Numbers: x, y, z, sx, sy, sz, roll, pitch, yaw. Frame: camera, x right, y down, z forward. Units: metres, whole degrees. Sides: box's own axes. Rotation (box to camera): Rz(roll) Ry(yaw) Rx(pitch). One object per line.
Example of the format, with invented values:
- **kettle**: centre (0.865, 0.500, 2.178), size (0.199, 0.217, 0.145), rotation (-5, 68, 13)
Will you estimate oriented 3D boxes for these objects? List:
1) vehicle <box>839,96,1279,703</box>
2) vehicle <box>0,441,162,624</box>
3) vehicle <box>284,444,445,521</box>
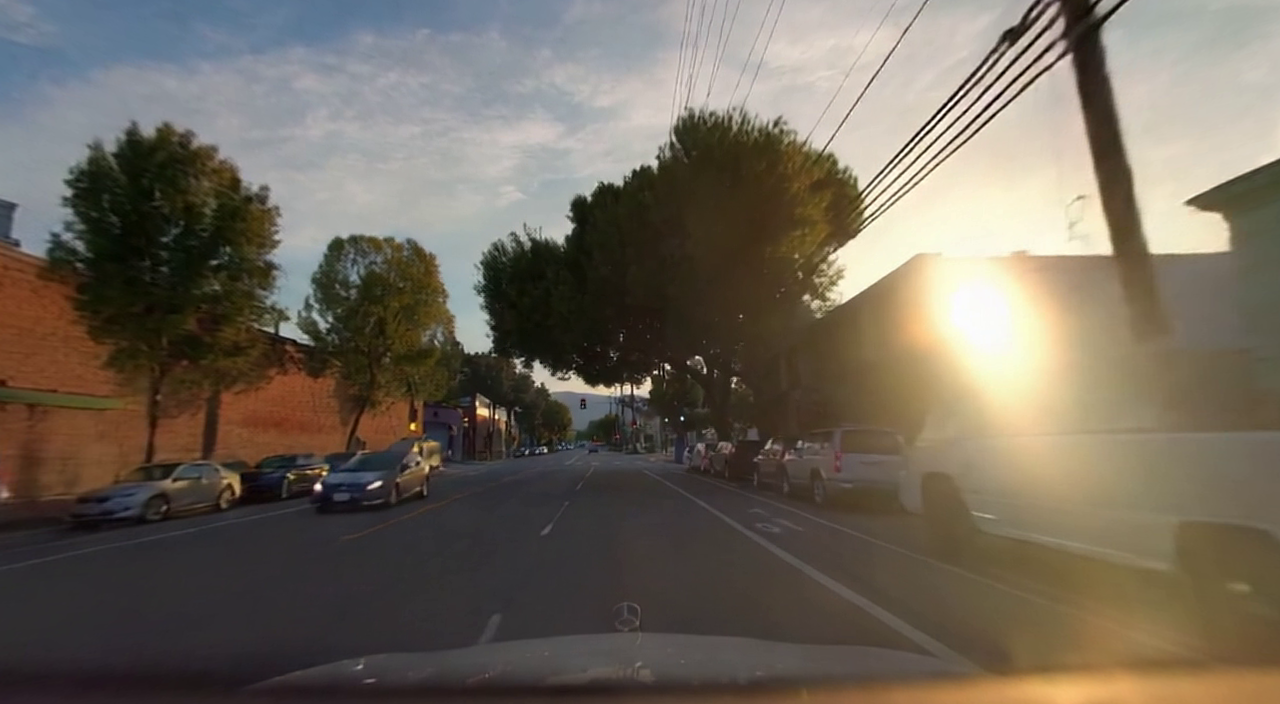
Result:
- **vehicle**: centre (4.658, 0.564, 5.548), size (2.815, 3.203, 7.558), rotation (0, -8, -4)
- **vehicle**: centre (-6.098, 1.392, 4.603), size (1.845, 1.469, 4.413), rotation (0, -8, -2)
- **vehicle**: centre (-6.109, 2.898, 14.697), size (1.925, 1.479, 4.444), rotation (0, -8, -3)
